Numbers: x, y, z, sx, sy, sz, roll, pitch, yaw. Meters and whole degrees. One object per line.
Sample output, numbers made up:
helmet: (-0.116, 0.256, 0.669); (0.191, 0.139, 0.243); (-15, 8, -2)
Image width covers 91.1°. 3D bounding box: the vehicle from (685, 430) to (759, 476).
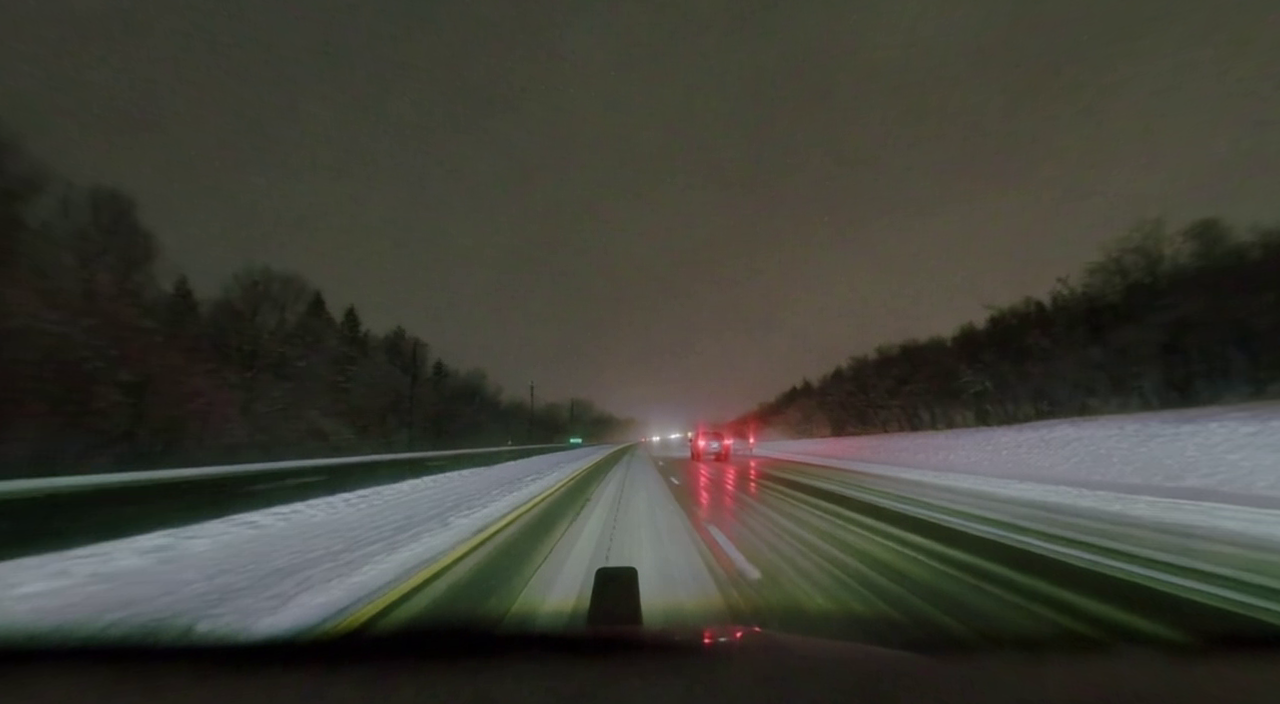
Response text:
vehicle: (2.962, 3.754, 23.734); (2.084, 1.583, 4.420); (0, -8, -1)
